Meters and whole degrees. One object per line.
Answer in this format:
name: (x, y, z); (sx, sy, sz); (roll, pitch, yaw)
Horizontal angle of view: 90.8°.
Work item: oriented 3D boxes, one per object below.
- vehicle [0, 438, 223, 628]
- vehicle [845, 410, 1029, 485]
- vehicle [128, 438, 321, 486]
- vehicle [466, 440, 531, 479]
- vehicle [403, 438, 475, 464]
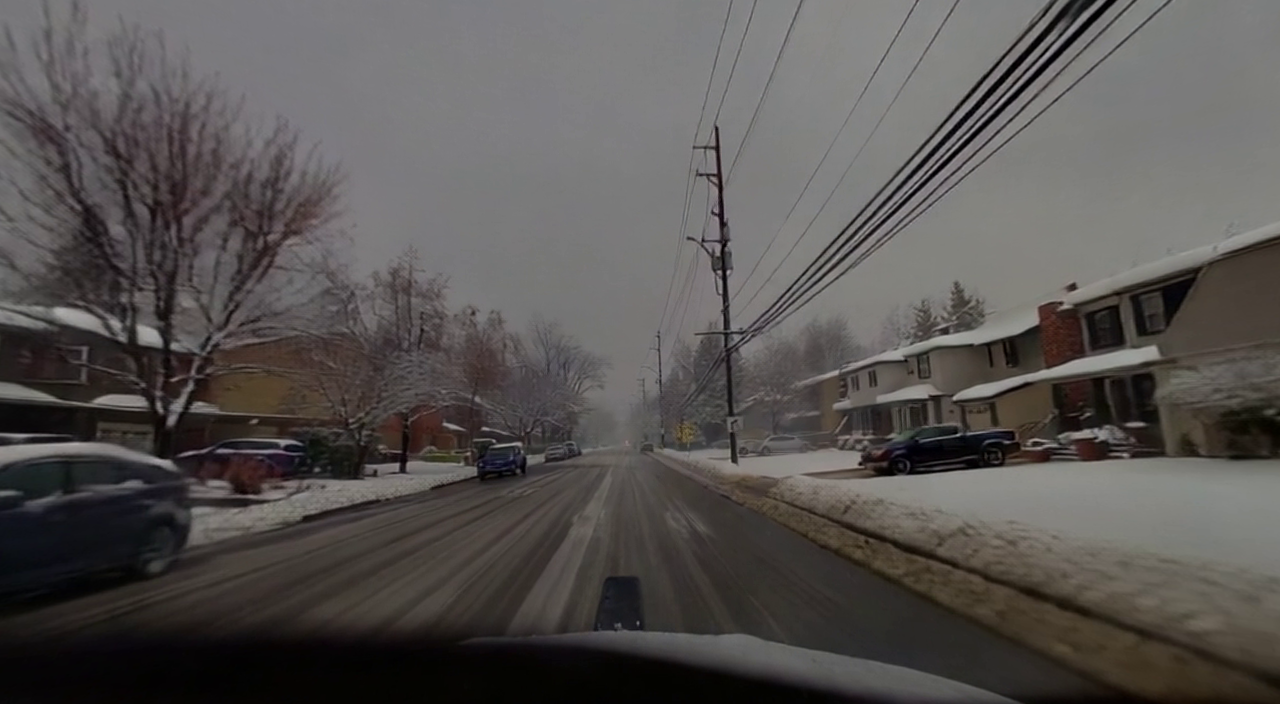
vehicle: (-6.342, 1.657, 5.789); (2.022, 1.550, 4.669); (-4, -8, -2)
vehicle: (9.599, 3.096, 20.679); (4.822, 1.864, 2.100); (-4, -8, -6)
vehicle: (-14.822, 3.936, 22.807); (5.395, 1.615, 2.132); (0, -9, -2)
vehicle: (-7.064, 5.441, 32.179); (2.162, 1.757, 5.201); (-2, -9, -1)
vehicle: (-14.827, 7.328, 46.845); (4.543, 1.824, 2.379); (0, -9, -3)
